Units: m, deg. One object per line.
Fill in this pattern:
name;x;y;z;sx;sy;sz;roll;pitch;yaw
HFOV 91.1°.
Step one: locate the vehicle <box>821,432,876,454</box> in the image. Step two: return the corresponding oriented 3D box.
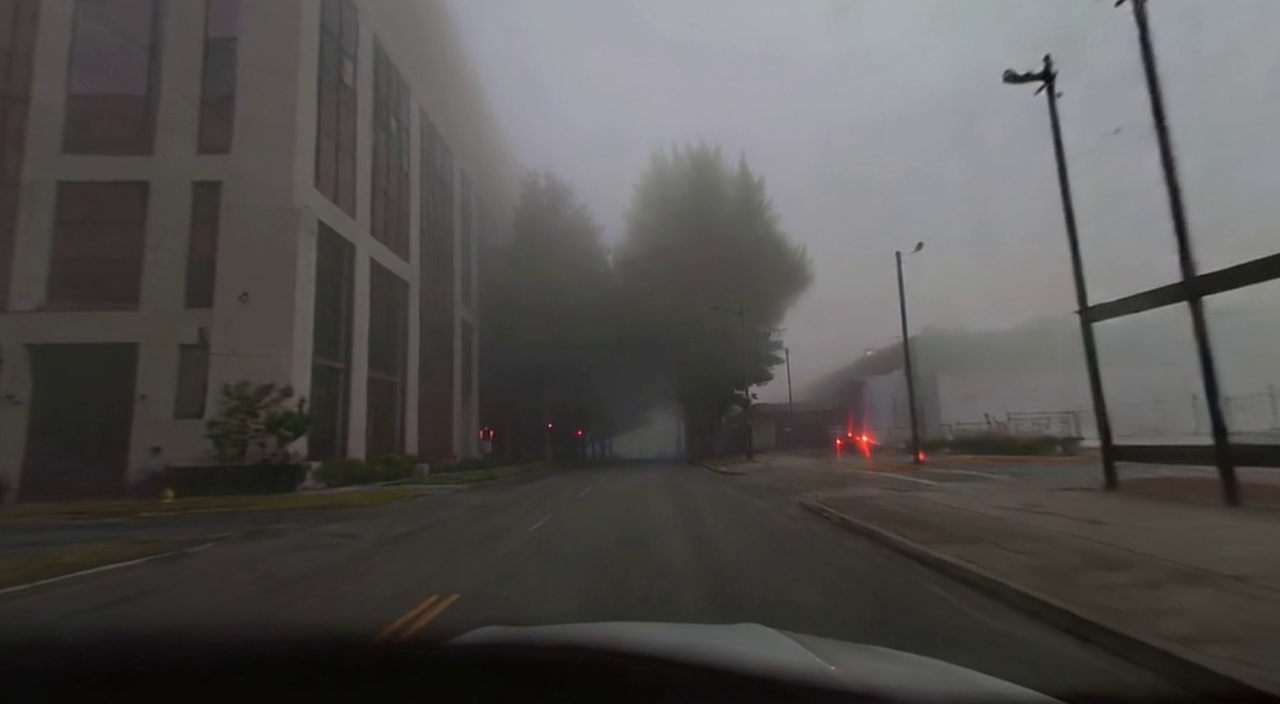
vehicle;16.042;7.027;48.518;3.627;1.567;1.774;-3;-8;3
